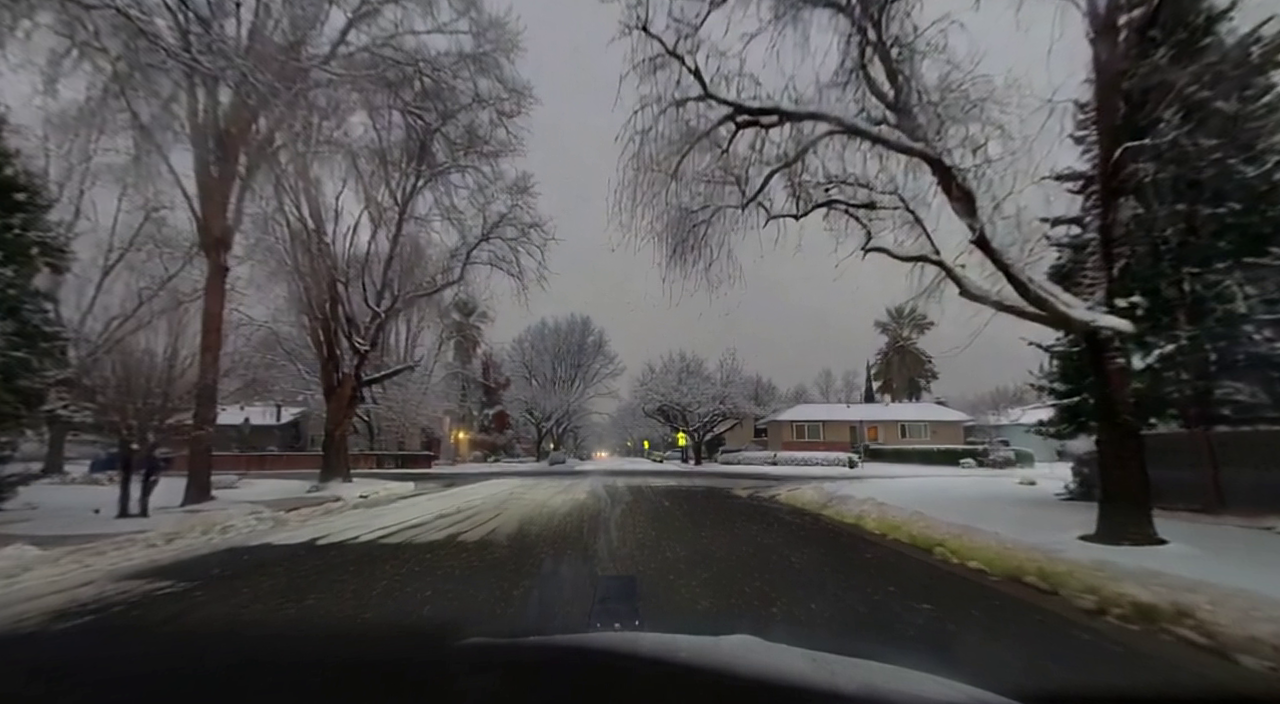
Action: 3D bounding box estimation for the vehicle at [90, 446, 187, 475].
[{"bbox_3d":[-30.228,6.565,38.177,4.023,1.692,2.024,0,-11,-2],"label":"vehicle"}]
